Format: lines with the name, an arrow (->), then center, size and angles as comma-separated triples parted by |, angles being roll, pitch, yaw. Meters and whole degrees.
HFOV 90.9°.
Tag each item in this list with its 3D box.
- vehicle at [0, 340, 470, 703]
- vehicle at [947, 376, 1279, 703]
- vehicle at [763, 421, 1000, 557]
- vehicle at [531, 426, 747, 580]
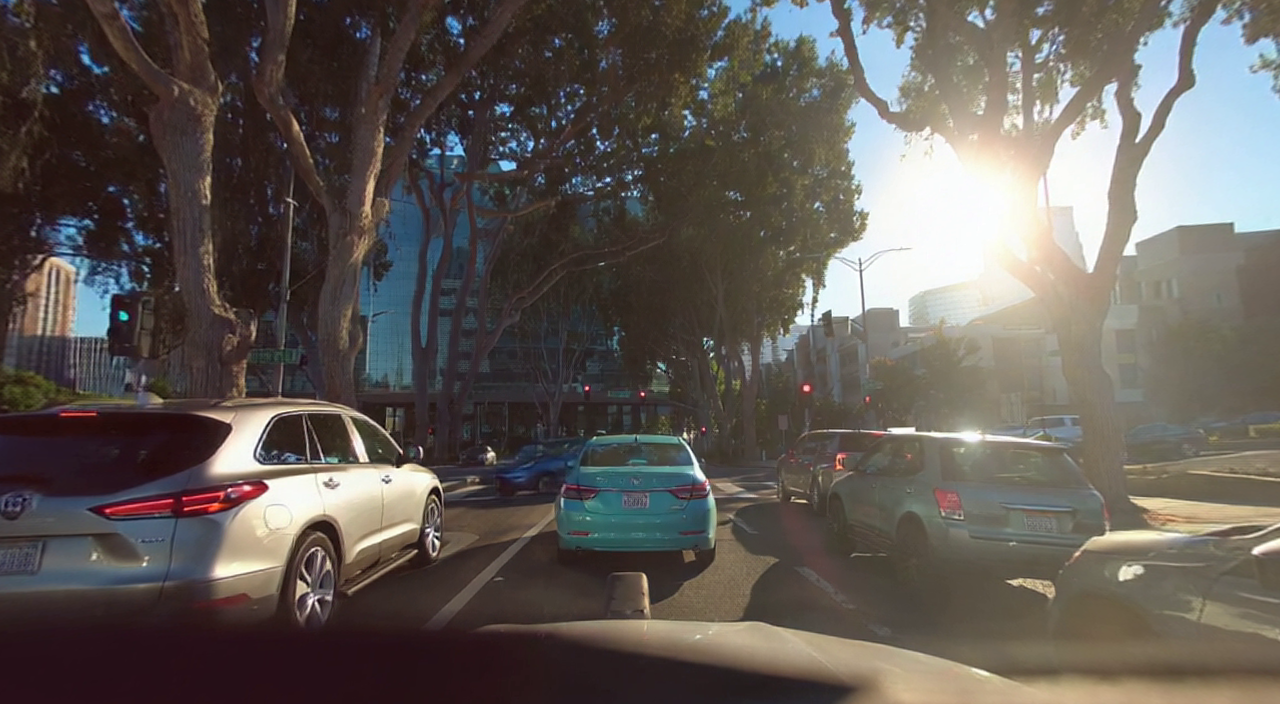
vehicle -> -3.143, 1.162, 5.055 | 2.168, 1.750, 4.625 | -1, -8, 1
vehicle -> 3.324, 0.961, 2.829 | 1.899, 1.588, 3.888 | 0, -9, 0
vehicle -> 3.412, 2.021, 10.023 | 2.040, 1.647, 4.379 | 0, -9, 1
vehicle -> -0.035, 1.801, 8.319 | 2.147, 1.507, 3.953 | 0, -8, -1
